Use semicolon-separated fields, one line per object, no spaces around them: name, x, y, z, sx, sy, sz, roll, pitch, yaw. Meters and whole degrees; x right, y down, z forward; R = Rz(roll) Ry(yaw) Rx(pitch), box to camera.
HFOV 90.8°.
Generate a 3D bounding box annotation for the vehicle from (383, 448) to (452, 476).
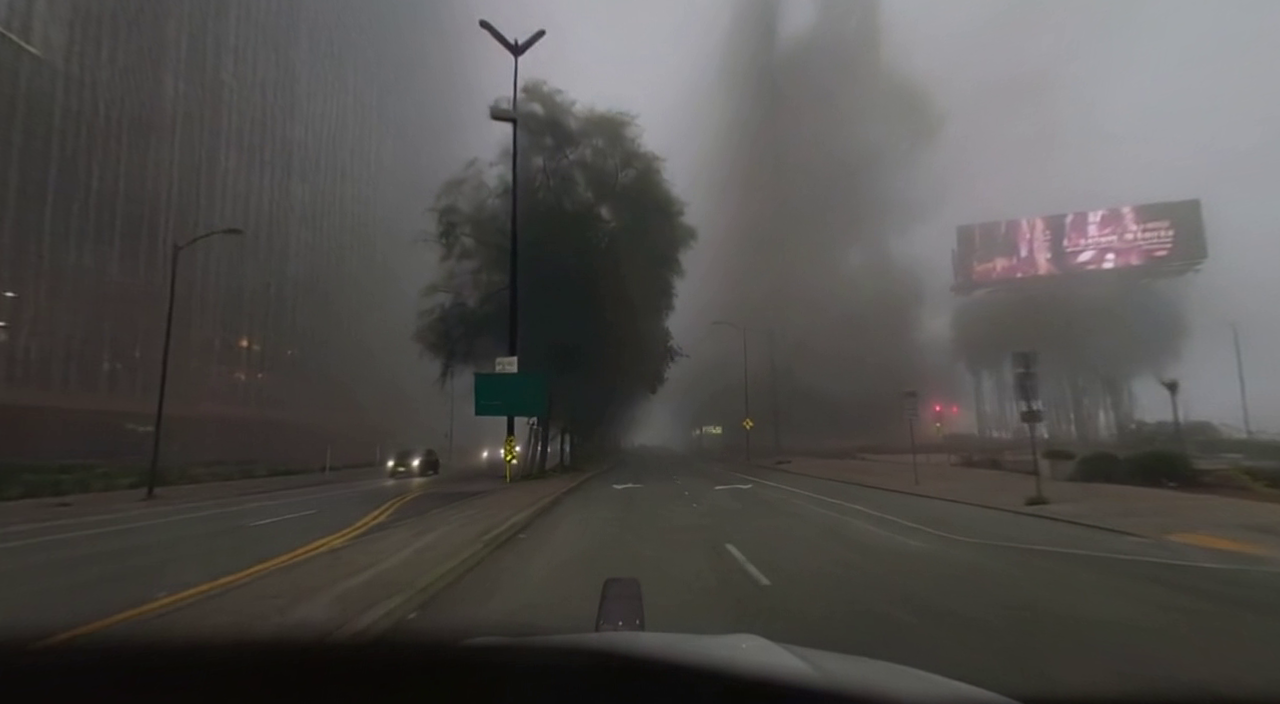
vehicle;-12.964;6.415;37.198;2.132;1.522;4.646;-1;-9;3
